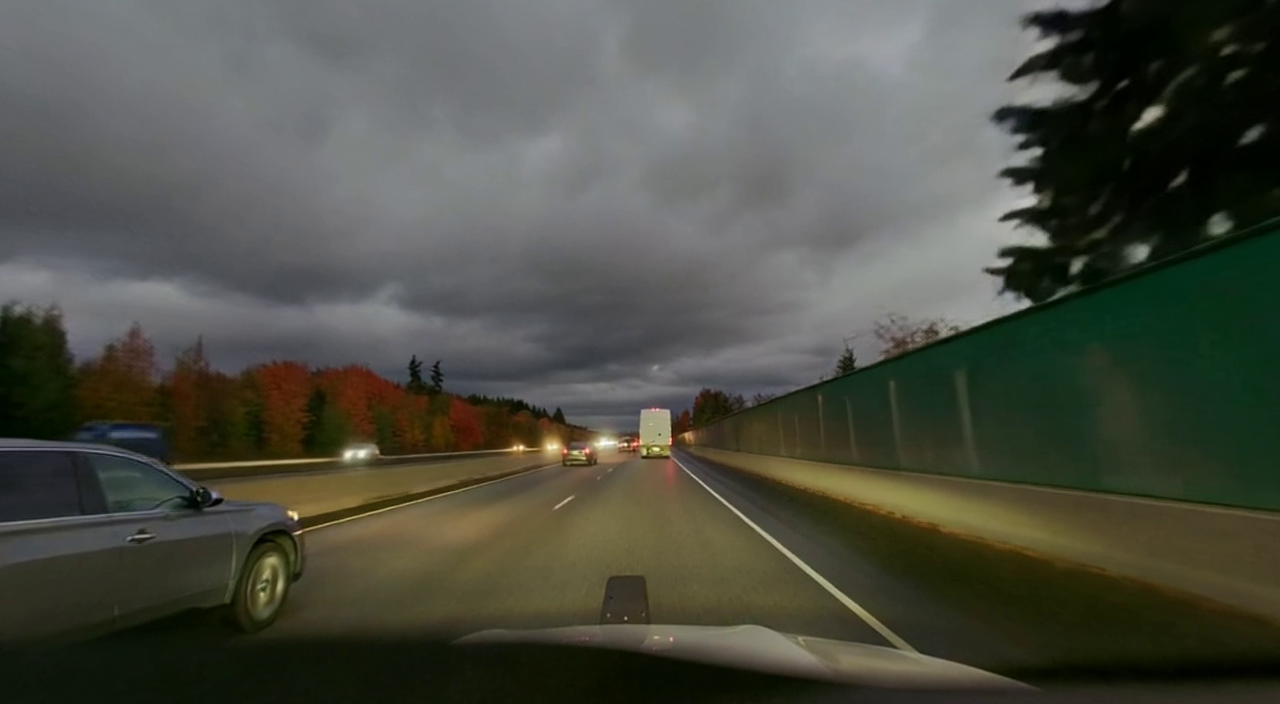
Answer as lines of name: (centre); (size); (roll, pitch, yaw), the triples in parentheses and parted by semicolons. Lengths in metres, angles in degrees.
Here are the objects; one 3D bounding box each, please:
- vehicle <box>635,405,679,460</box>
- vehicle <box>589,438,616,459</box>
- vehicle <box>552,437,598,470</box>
vehicle: (1.254, 6.181, 47.859); (2.933, 3.701, 10.425); (0, -8, 1)
vehicle: (-2.927, 7.657, 49.971); (1.962, 1.575, 4.158); (0, -8, 0)
vehicle: (-3.295, 5.242, 32.710); (1.927, 1.556, 3.921); (0, -8, 0)
